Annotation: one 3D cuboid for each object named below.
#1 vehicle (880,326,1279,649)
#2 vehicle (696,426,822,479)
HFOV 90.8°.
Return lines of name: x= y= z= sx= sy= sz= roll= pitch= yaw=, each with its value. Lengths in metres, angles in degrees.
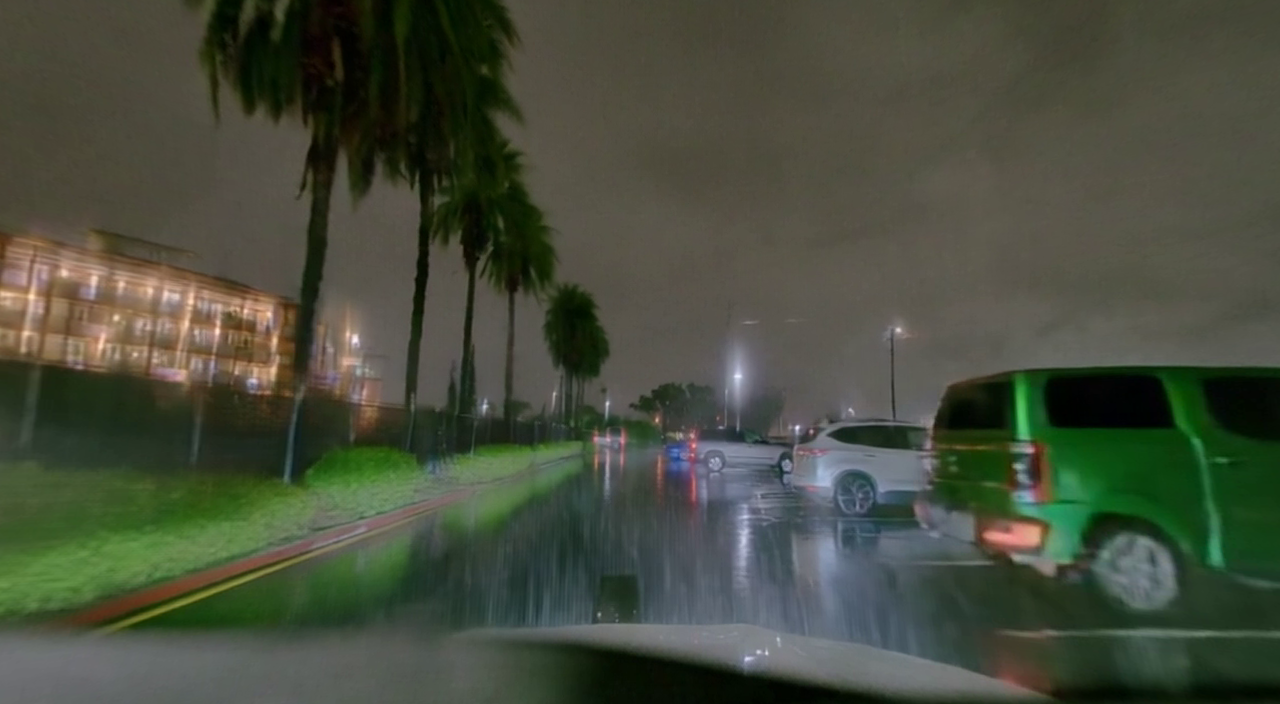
vehicle: x=5.228 y=1.095 z=5.235 sx=5.639 sy=2.033 sz=2.172 roll=3 pitch=-7 yaw=3
vehicle: x=4.683 y=4.005 z=25.249 sx=4.609 sy=1.734 sz=1.909 roll=3 pitch=-8 yaw=0
